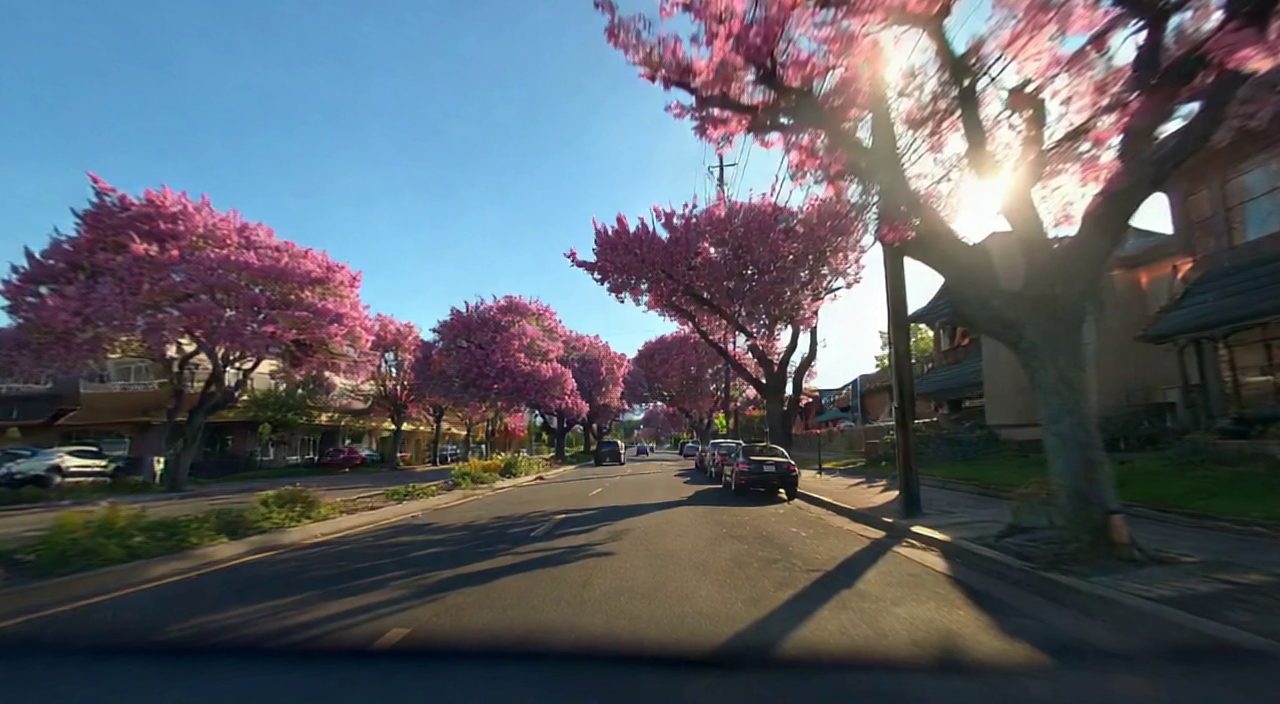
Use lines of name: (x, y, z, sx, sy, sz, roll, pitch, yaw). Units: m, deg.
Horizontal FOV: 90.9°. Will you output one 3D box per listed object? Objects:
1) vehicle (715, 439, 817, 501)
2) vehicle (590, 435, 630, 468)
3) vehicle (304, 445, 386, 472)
vehicle: (3.326, 3.216, 17.641, 1.985, 1.500, 4.654, 0, -9, 1)
vehicle: (-1.831, 6.328, 40.373, 2.202, 1.961, 4.980, 0, -9, 2)
vehicle: (-21.885, 7.895, 46.952, 5.252, 1.925, 2.061, 3, -9, -19)
